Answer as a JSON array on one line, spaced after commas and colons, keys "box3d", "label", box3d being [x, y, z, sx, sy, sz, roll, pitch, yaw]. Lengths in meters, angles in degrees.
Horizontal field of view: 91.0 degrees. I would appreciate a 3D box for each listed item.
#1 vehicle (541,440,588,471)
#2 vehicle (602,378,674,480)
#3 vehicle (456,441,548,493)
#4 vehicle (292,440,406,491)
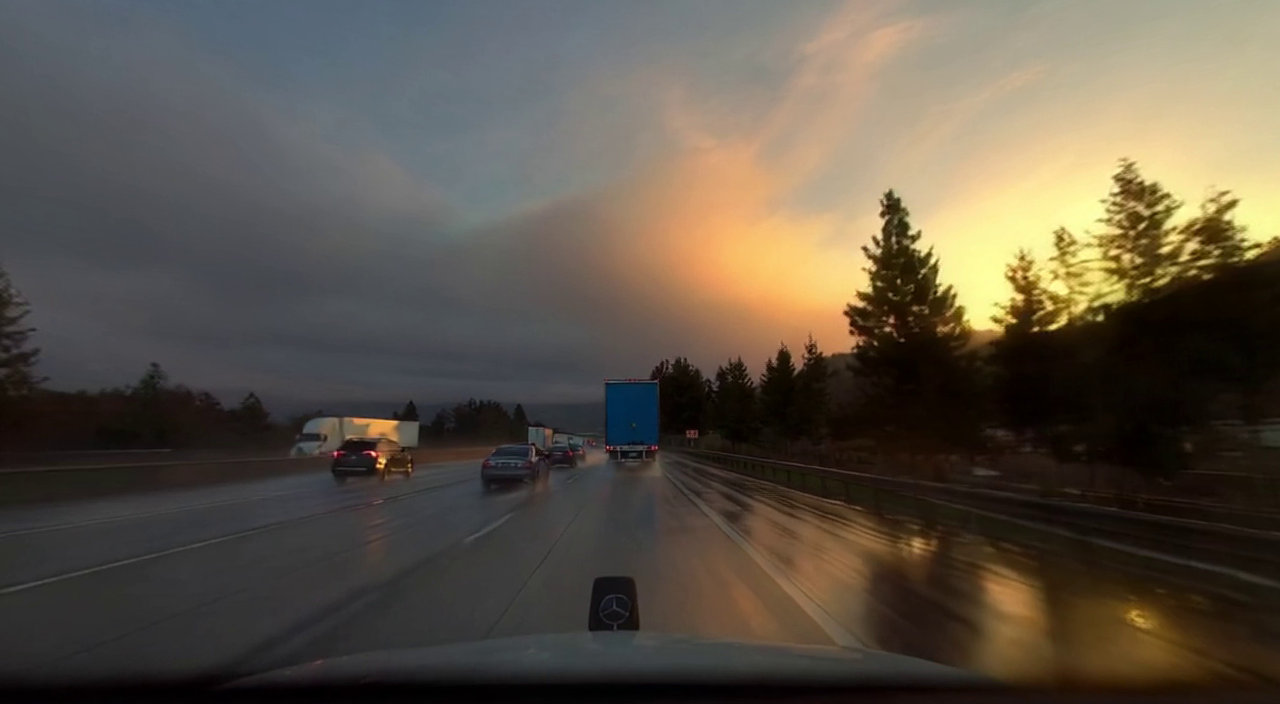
[{"box3d": [-4.267, 5.913, 36.174, 2.158, 1.680, 4.087, 0, -8, 1], "label": "vehicle"}, {"box3d": [-0.356, 3.860, 30.919, 2.913, 4.113, 10.724, 0, -8, -3], "label": "vehicle"}, {"box3d": [-4.524, 3.819, 21.317, 2.164, 1.582, 3.979, 0, -8, 1], "label": "vehicle"}, {"box3d": [-9.943, 3.870, 21.940, 1.952, 1.590, 4.090, -1, -8, 1], "label": "vehicle"}]
